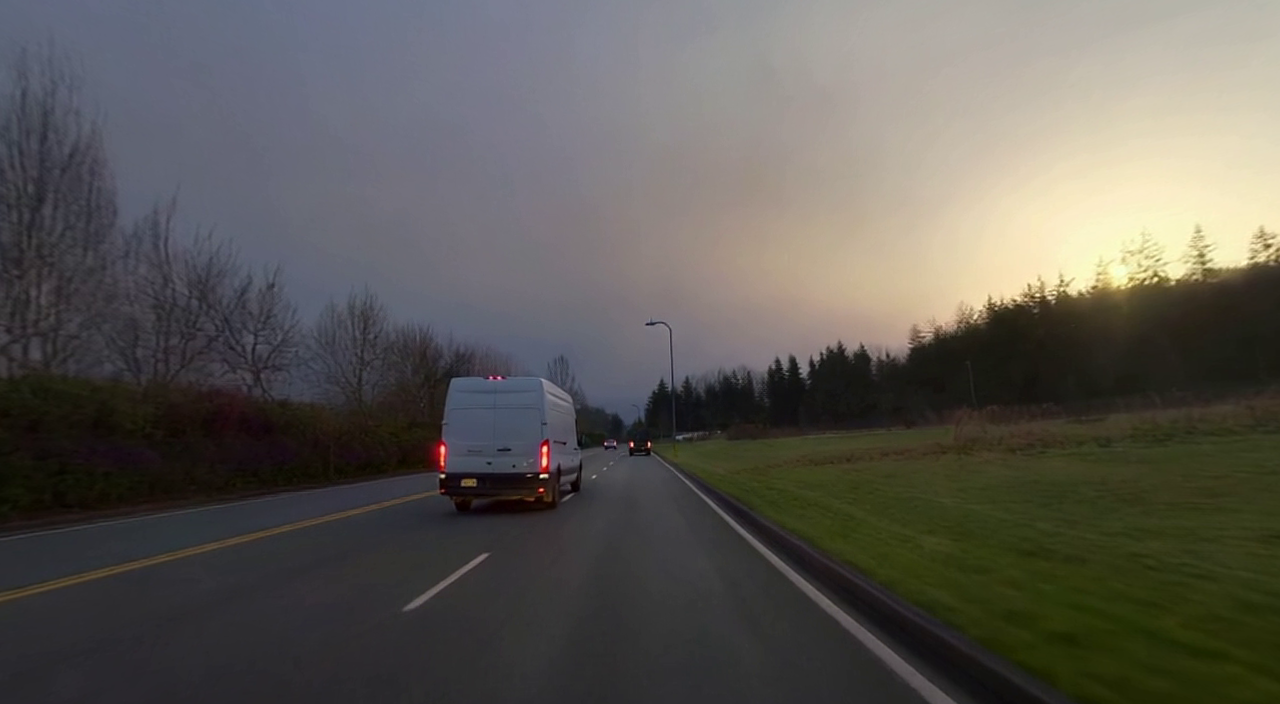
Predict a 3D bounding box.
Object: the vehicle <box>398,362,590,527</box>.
[{"bbox_3d":[-2.573,1.911,13.182,2.497,2.628,6.016,0,-8,1],"label":"vehicle"}]
